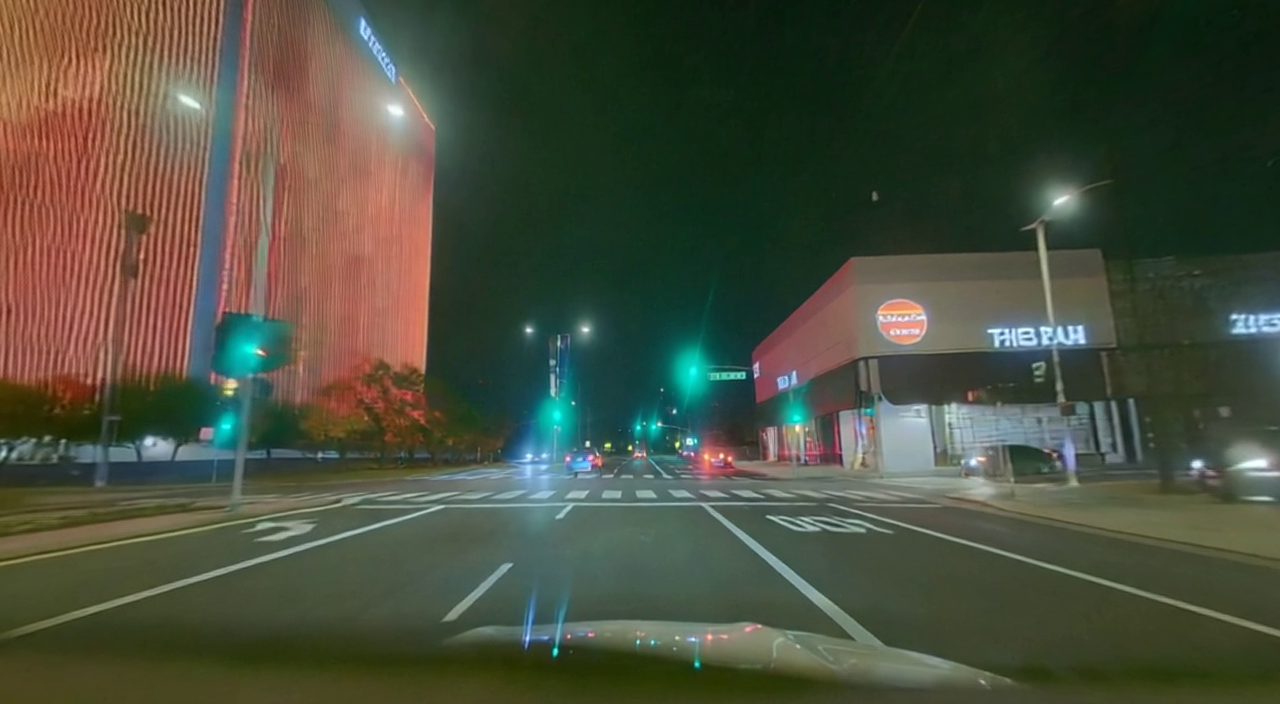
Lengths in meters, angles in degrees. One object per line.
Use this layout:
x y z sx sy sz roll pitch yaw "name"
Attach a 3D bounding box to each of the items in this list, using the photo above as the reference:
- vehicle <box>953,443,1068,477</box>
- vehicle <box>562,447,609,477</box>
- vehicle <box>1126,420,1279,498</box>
17.353 5.060 29.639 4.040 1.514 2.095 0 -9 -2 "vehicle"
-2.793 5.729 33.056 2.078 1.471 4.217 0 -9 0 "vehicle"
14.946 2.559 15.243 4.568 1.729 2.131 0 -9 -2 "vehicle"
